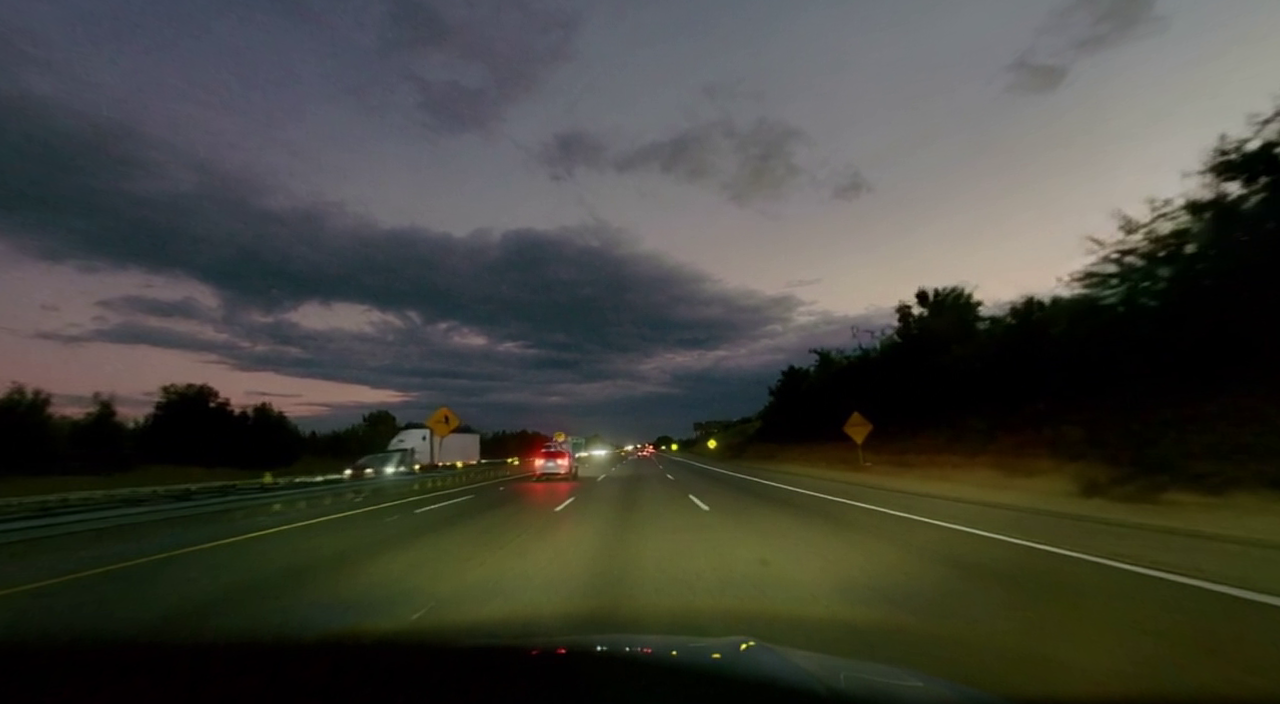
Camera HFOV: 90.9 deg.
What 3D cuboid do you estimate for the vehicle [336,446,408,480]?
[{"bbox_3d":[-16.260,6.753,38.502,2.323,1.901,4.737,0,-9,-1],"label":"vehicle"}]

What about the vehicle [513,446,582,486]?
[{"bbox_3d":[-3.646,4.616,25.771,2.054,1.475,4.708,0,-9,1],"label":"vehicle"}]
